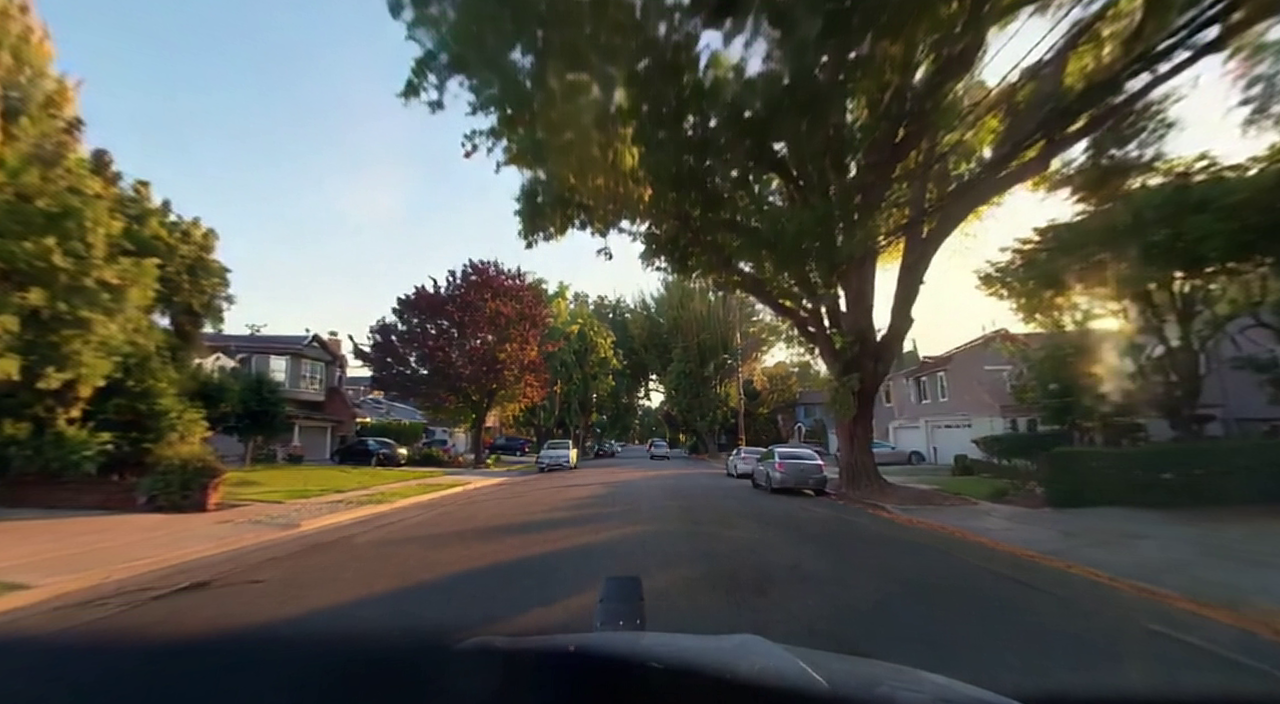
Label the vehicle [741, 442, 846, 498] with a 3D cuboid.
[{"bbox_3d":[4.425,3.452,18.964,2.031,1.471,4.328,0,-8,0],"label":"vehicle"}]

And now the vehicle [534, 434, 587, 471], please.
[{"bbox_3d":[-4.217,5.400,34.511,2.164,1.810,5.044,1,-7,1],"label":"vehicle"}]

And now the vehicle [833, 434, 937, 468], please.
[{"bbox_3d":[12.636,5.129,32.807,4.583,1.709,1.977,-1,-8,5],"label":"vehicle"}]

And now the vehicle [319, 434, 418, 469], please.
[{"bbox_3d":[-13.910,5.053,32.305,4.702,1.675,1.984,-4,-9,26],"label":"vehicle"}]
